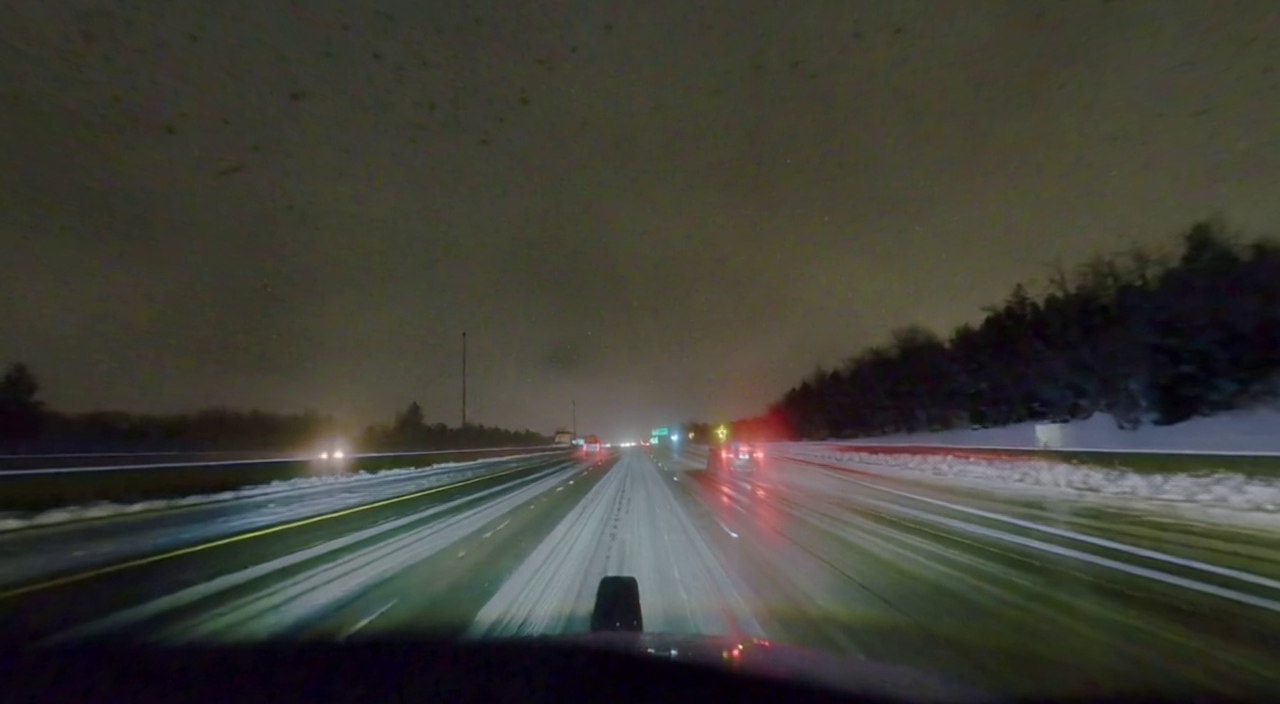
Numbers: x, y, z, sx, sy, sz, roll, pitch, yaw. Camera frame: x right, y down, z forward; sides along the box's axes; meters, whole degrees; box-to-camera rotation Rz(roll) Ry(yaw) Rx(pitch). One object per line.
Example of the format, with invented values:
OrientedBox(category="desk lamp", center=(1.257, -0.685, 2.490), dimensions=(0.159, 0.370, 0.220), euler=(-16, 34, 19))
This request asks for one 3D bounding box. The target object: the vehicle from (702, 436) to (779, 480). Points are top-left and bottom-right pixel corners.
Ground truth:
OrientedBox(category="vehicle", center=(3.657, 3.950, 23.835), dimensions=(2.060, 1.485, 4.274), euler=(0, -9, -2))
